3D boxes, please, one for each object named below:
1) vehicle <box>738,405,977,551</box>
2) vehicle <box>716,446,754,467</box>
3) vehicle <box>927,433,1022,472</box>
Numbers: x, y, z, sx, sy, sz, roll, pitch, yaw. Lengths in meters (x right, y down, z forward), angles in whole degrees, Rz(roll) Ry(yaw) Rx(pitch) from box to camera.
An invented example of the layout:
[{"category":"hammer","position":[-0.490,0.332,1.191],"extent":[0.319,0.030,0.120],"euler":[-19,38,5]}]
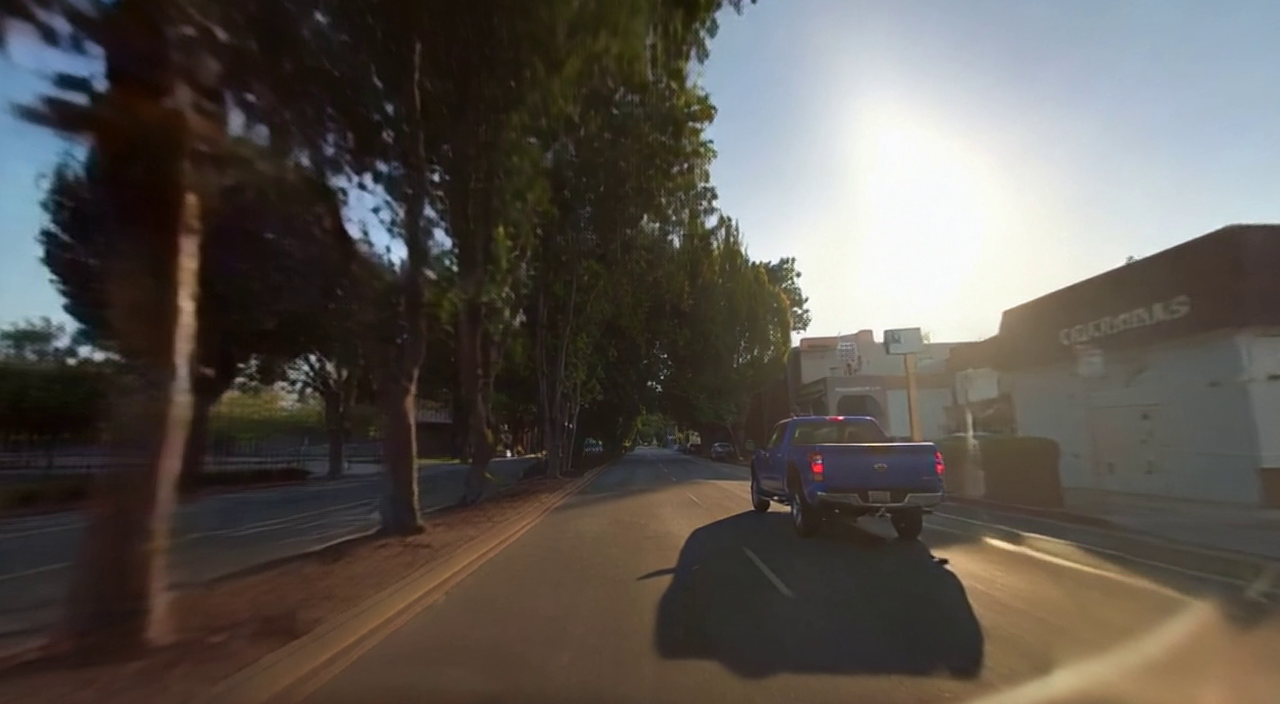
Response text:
[{"category":"vehicle","position":[3.166,1.992,10.689],"extent":[2.085,1.828,5.383],"euler":[0,-8,0]},{"category":"vehicle","position":[7.205,7.984,48.321],"extent":[2.108,1.503,5.000],"euler":[0,-8,0]},{"category":"vehicle","position":[15.892,4.817,30.252],"extent":[1.952,1.691,4.743],"euler":[0,-8,0]}]
